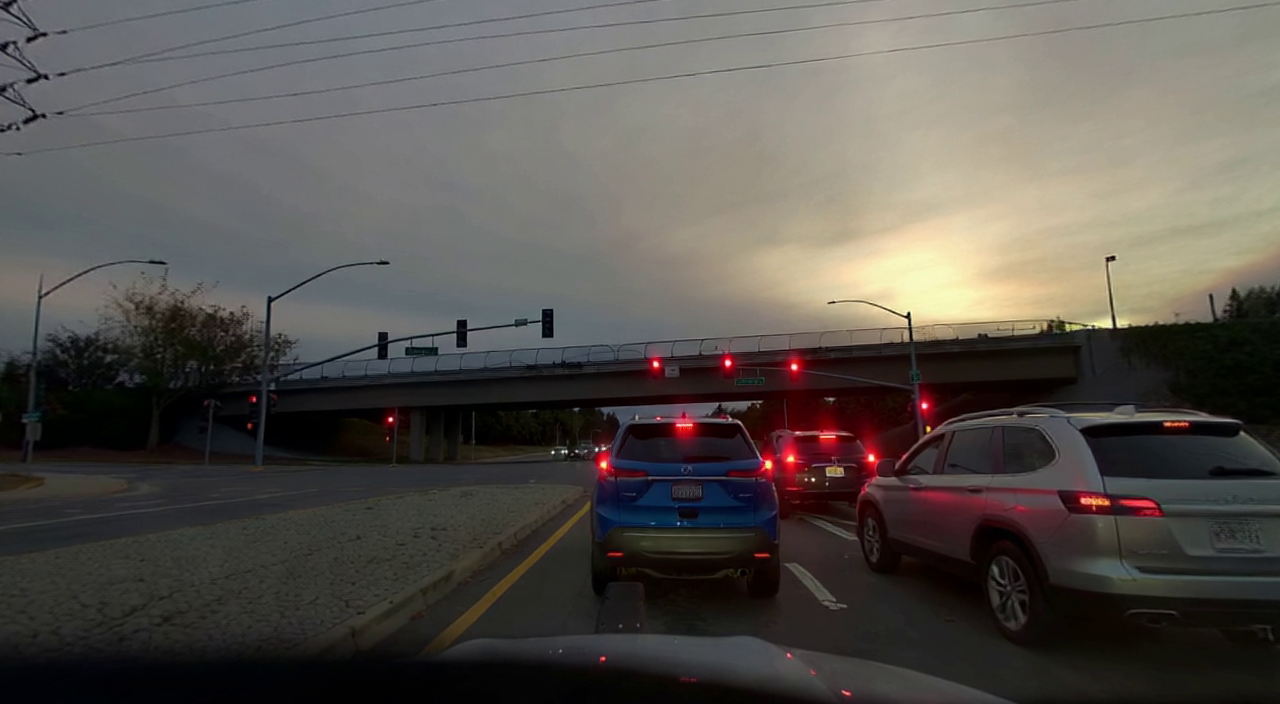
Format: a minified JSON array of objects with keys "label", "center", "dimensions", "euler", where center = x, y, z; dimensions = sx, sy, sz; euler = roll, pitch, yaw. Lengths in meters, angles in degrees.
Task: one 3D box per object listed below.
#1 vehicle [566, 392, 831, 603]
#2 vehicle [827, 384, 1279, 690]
[{"label":"vehicle","center":[0.446,1.553,7.607],"dimensions":[2.240,1.778,4.335],"euler":[0,-8,-1]},{"label":"vehicle","center":[3.405,1.338,5.794],"dimensions":[1.990,1.649,4.625],"euler":[0,-8,0]}]
